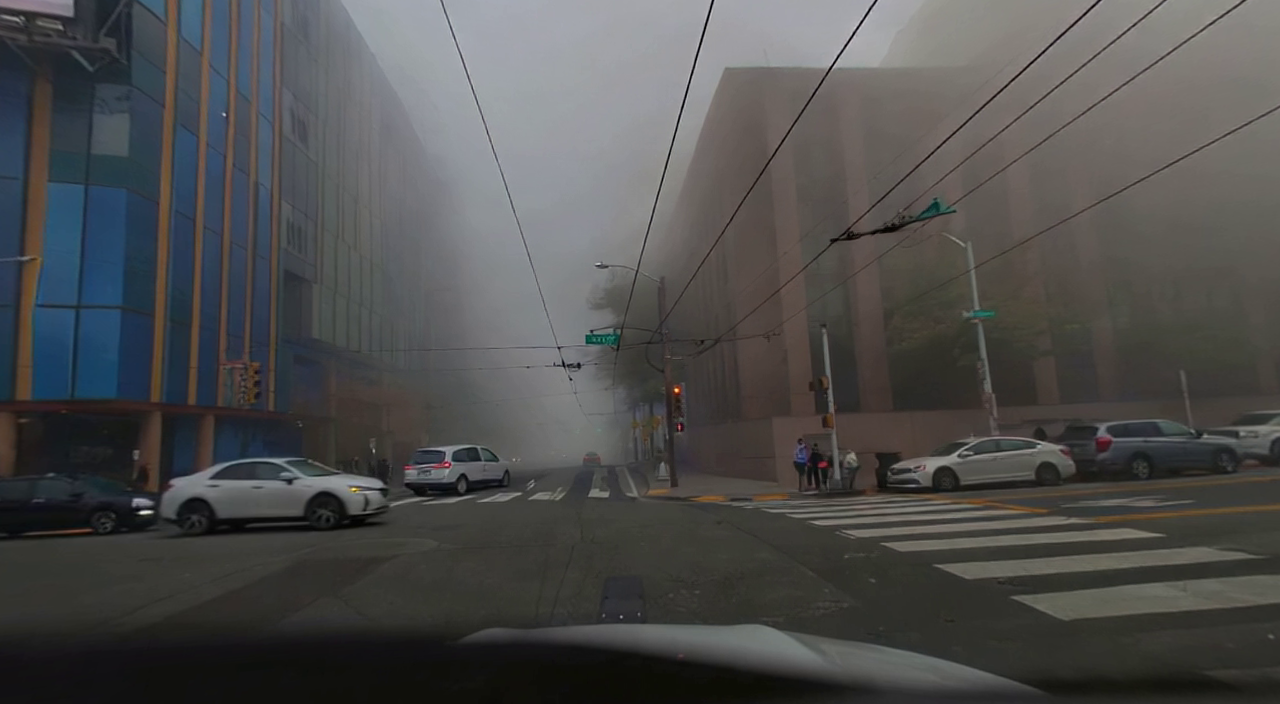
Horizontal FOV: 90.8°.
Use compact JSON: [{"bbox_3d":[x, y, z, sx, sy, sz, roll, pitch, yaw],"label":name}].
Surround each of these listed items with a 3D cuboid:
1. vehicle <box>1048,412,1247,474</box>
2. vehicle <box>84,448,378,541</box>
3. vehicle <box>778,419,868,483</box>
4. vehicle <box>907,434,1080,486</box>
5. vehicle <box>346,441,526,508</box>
[{"bbox_3d":[16.776,3.026,21.066,4.944,1.946,1.952,0,-8,-3],"label":"vehicle"},{"bbox_3d":[-8.269,2.895,13.286,4.629,1.696,2.098,1,-9,-6],"label":"vehicle"},{"bbox_3d":[7.548,4.082,26.628,2.316,2.425,4.466,1,-7,-2],"label":"vehicle"},{"bbox_3d":[11.411,3.493,20.543,4.697,1.510,1.596,0,-9,-4],"label":"vehicle"},{"bbox_3d":[-6.580,3.908,20.819,5.120,1.910,2.137,7,-11,-41],"label":"vehicle"}]
